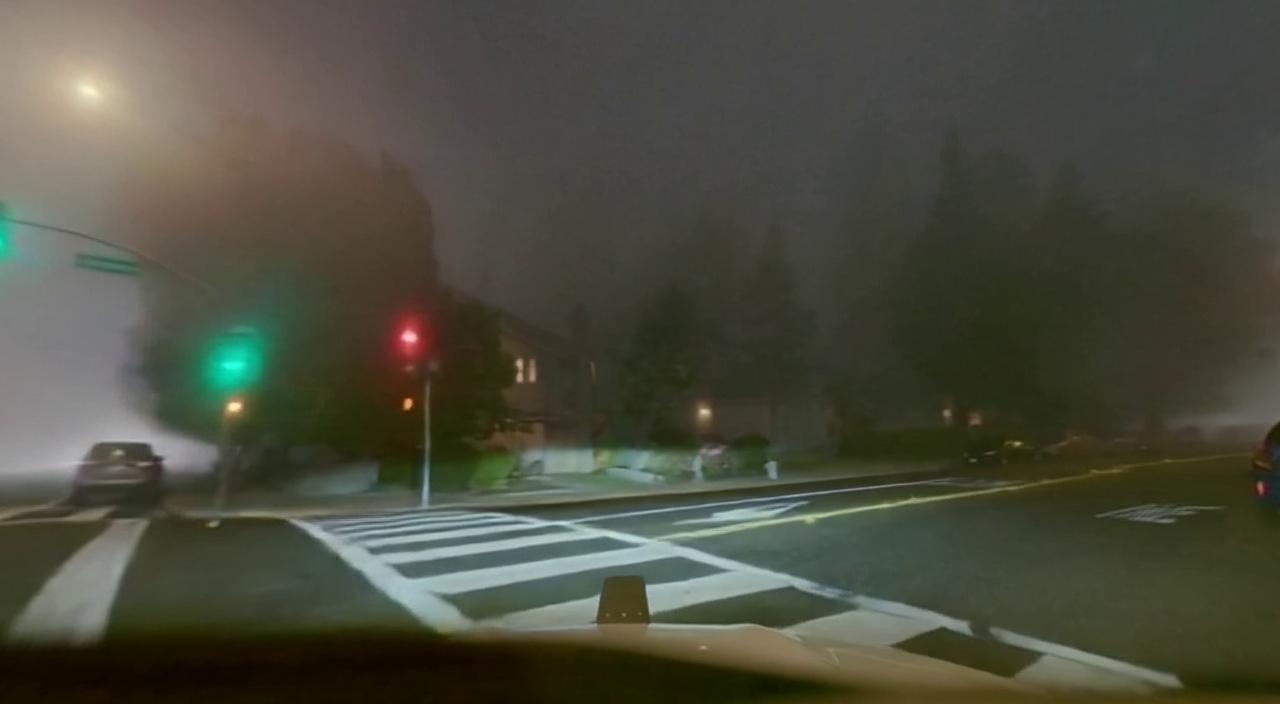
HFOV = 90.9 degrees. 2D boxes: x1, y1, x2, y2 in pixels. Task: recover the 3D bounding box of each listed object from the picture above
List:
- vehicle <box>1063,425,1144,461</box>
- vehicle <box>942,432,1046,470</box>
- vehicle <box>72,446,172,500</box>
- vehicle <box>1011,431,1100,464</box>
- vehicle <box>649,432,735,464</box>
[{"bbox_3d":[24.889,4.894,33.805,4.528,1.755,1.973,6,-11,-35],"label":"vehicle"},{"bbox_3d":[15.030,4.190,26.700,4.671,1.470,1.963,6,-12,-36],"label":"vehicle"},{"bbox_3d":[-16.402,3.794,20.190,2.149,1.507,4.160,6,-11,-36],"label":"vehicle"},{"bbox_3d":[20.007,4.606,30.305,4.518,1.477,1.948,6,-12,-36],"label":"vehicle"},{"bbox_3d":[2.669,5.115,33.653,2.028,1.595,4.554,6,-11,-36],"label":"vehicle"}]
